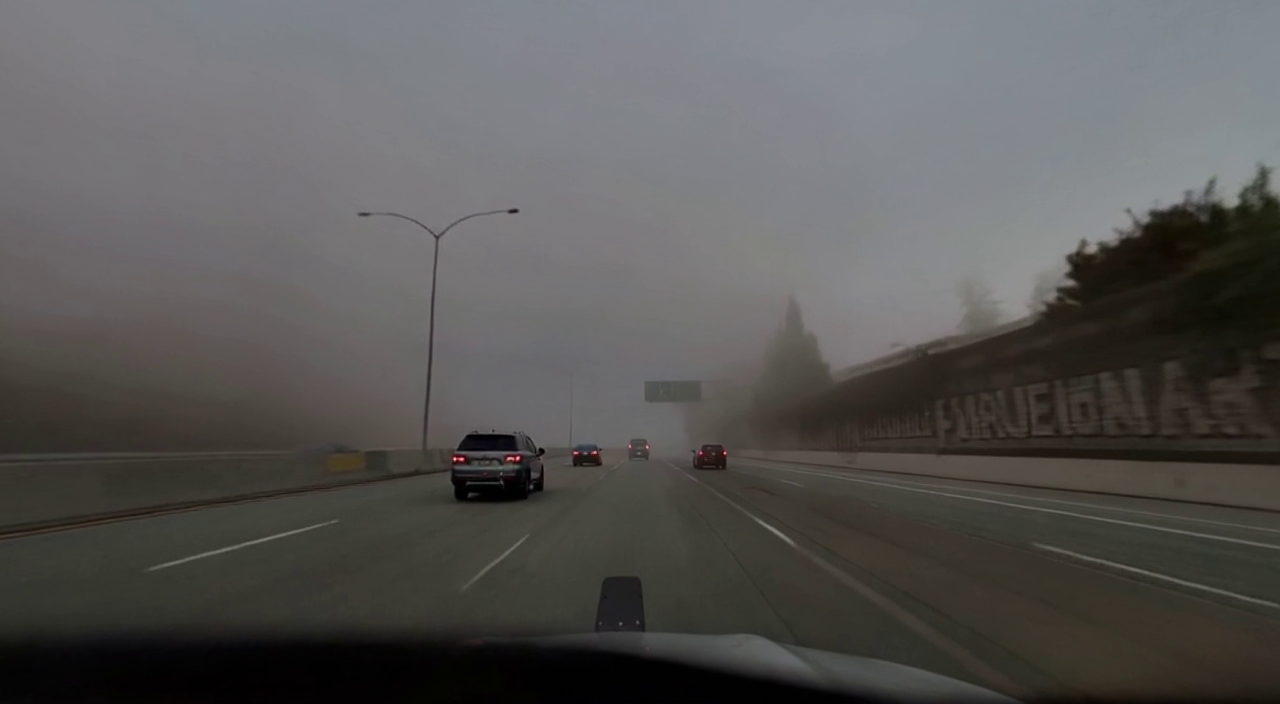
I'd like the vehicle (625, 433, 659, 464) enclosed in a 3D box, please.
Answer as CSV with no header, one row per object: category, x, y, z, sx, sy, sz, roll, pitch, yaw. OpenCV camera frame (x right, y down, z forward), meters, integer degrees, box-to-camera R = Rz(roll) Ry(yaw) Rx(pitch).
vehicle,0.182,7.497,49.029,2.485,2.215,5.199,0,-9,0

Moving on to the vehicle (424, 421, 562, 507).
vehicle,-3.484,2.813,16.267,2.184,1.819,5.441,0,-9,1

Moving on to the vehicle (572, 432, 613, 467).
vehicle,-3.128,6.544,42.356,2.378,2.214,4.352,0,-9,0

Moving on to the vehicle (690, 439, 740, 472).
vehicle,4.132,5.830,35.614,2.224,1.752,4.487,0,-9,-1
